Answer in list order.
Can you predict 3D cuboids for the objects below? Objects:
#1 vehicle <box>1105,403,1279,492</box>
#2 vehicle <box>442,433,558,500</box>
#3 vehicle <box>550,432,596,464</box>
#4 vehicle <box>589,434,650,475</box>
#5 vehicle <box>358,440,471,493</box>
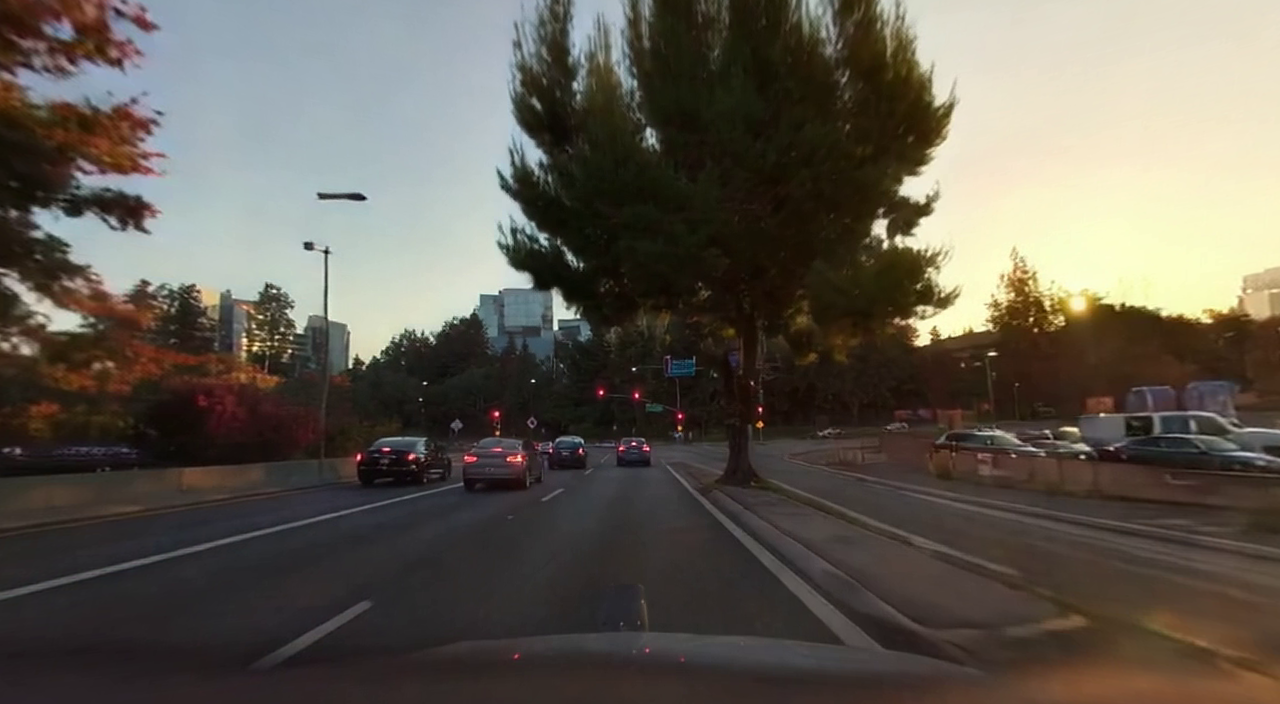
[{"bbox_3d":[14.914,2.457,16.370,5.394,1.994,2.228,4,-9,-26],"label":"vehicle"},{"bbox_3d":[-3.462,2.928,16.575,1.920,1.480,4.549,0,-8,1],"label":"vehicle"},{"bbox_3d":[-3.804,5.591,36.711,2.144,1.732,4.279,0,-8,1],"label":"vehicle"},{"bbox_3d":[-0.761,4.112,25.611,2.231,1.481,4.489,0,-8,0],"label":"vehicle"},{"bbox_3d":[-6.962,3.560,20.048,1.852,1.458,4.422,0,-8,2],"label":"vehicle"}]
